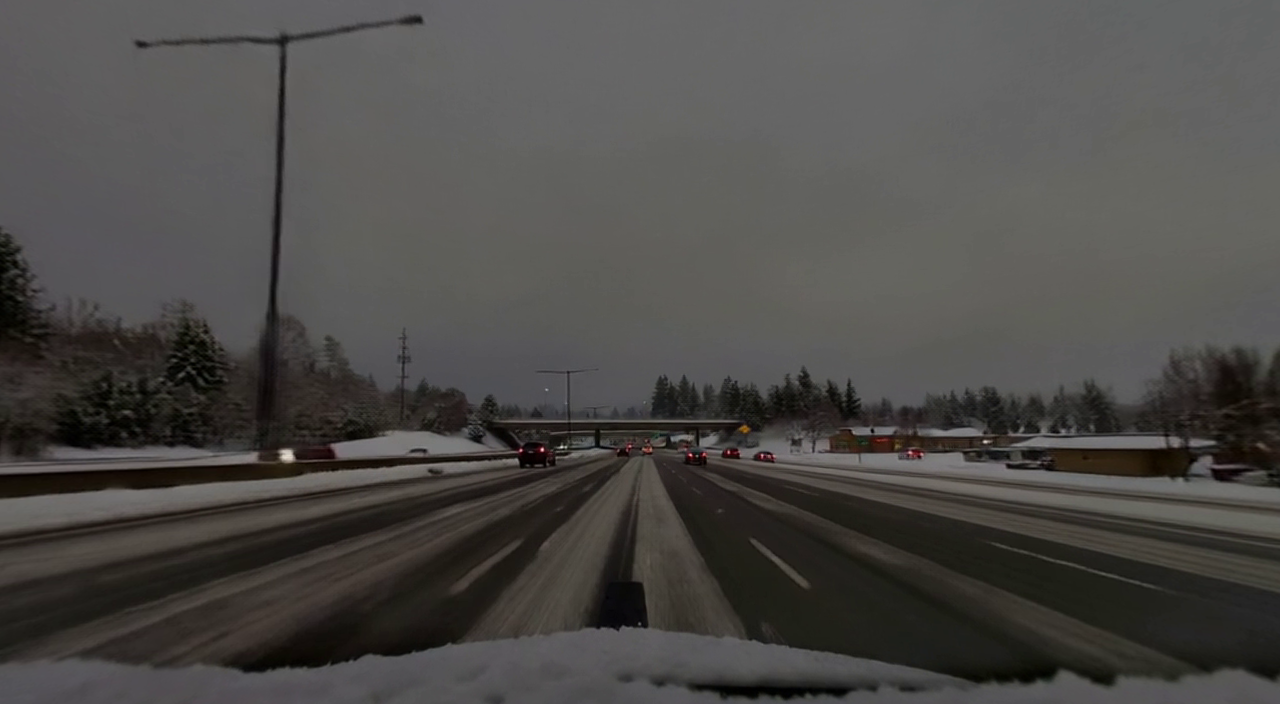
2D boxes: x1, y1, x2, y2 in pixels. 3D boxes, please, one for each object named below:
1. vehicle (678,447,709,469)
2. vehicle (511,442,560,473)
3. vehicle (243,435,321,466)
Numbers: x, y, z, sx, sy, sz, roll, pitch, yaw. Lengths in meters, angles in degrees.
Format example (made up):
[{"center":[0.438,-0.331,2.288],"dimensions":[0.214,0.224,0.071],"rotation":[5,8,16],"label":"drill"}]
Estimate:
[{"center":[3.812,7.606,45.239],"dimensions":[1.950,1.453,3.378],"rotation":[0,-9,0],"label":"vehicle"},{"center":[-6.228,6.320,37.961],"dimensions":[2.091,1.746,4.437],"rotation":[0,-9,1],"label":"vehicle"},{"center":[-21.164,5.849,37.357],"dimensions":[1.985,1.683,4.297],"rotation":[0,-9,1],"label":"vehicle"}]
